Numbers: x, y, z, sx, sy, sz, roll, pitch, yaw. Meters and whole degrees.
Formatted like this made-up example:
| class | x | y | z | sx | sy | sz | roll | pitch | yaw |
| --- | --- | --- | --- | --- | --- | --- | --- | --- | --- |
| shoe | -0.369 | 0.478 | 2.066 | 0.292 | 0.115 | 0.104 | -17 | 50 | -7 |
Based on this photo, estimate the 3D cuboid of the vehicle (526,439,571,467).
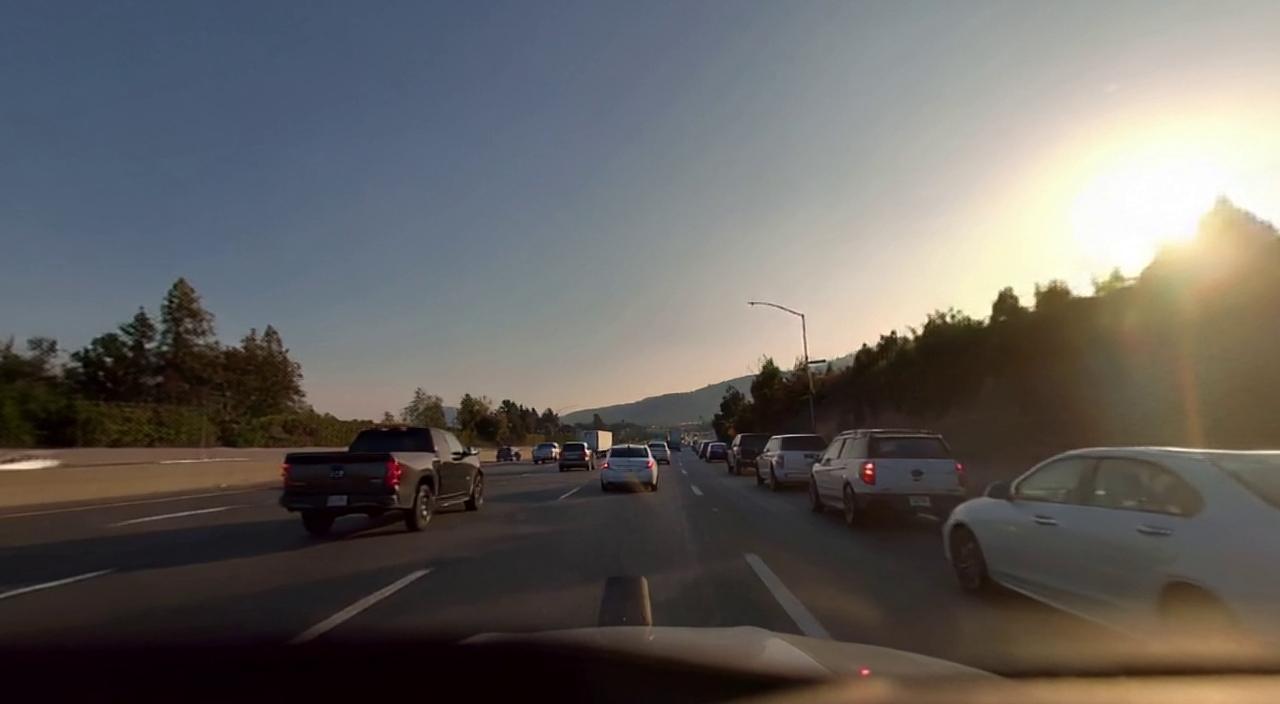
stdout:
| class | x | y | z | sx | sy | sz | roll | pitch | yaw |
| --- | --- | --- | --- | --- | --- | --- | --- | --- | --- |
| vehicle | -5.993 | 6.675 | 41.805 | 2.023 | 1.693 | 4.386 | -1 | -8 | 3 |

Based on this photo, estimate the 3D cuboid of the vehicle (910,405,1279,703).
| class | x | y | z | sx | sy | sz | roll | pitch | yaw |
| --- | --- | --- | --- | --- | --- | --- | --- | --- | --- |
| vehicle | 3.804 | 1.204 | 4.342 | 1.940 | 1.475 | 4.328 | 0 | -8 | 0 |

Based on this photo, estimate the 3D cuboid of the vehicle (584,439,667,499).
| class | x | y | z | sx | sy | sz | roll | pitch | yaw |
| --- | --- | --- | --- | --- | --- | --- | --- | --- | --- |
| vehicle | -0.333 | 3.219 | 17.789 | 2.070 | 1.456 | 4.029 | 0 | -8 | 1 |

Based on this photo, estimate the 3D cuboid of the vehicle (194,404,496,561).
| class | x | y | z | sx | sy | sz | roll | pitch | yaw |
| --- | --- | --- | --- | --- | --- | --- | --- | --- | --- |
| vehicle | -4.081 | 1.930 | 10.191 | 2.110 | 1.811 | 5.585 | 0 | -8 | 1 |

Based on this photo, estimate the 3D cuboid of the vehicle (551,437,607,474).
| class | x | y | z | sx | sy | sz | roll | pitch | yaw |
| --- | --- | --- | --- | --- | --- | --- | --- | --- | --- |
| vehicle | -2.985 | 5.195 | 31.911 | 2.153 | 1.726 | 4.546 | -1 | -8 | 3 |

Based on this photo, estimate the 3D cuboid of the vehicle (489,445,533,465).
| class | x | y | z | sx | sy | sz | roll | pitch | yaw |
| --- | --- | --- | --- | --- | --- | --- | --- | --- | --- |
| vehicle | -9.709 | 7.744 | 47.698 | 1.903 | 1.460 | 4.958 | -1 | -8 | 5 |

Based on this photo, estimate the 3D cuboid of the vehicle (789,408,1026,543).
| class | x | y | z | sx | sy | sz | roll | pitch | yaw |
| --- | --- | --- | --- | --- | --- | --- | --- | --- | --- |
| vehicle | 4.086 | 1.974 | 10.712 | 2.003 | 1.778 | 4.658 | 0 | -8 | 1 |
